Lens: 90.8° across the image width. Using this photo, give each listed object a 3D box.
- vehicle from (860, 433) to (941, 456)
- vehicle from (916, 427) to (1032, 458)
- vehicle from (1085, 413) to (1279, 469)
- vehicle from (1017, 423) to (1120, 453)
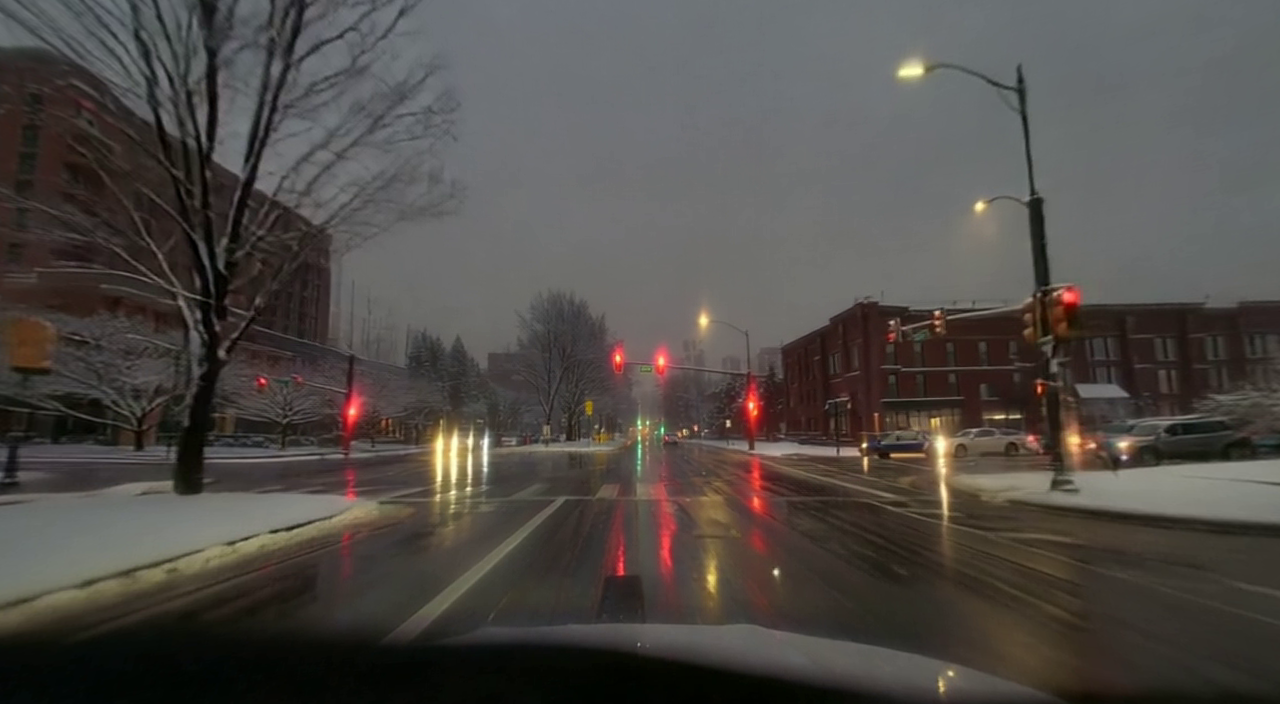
[{"bbox_3d":[15.381,5.484,37.447,4.046,1.306,1.719,-1,-8,4],"label":"vehicle"},{"bbox_3d":[17.267,4.687,32.817,4.916,1.504,1.846,0,-8,-1],"label":"vehicle"},{"bbox_3d":[19.455,3.200,22.753,5.212,1.864,2.044,0,-8,0],"label":"vehicle"},{"bbox_3d":[25.592,5.168,37.858,4.571,1.698,1.977,-1,-8,4],"label":"vehicle"}]
